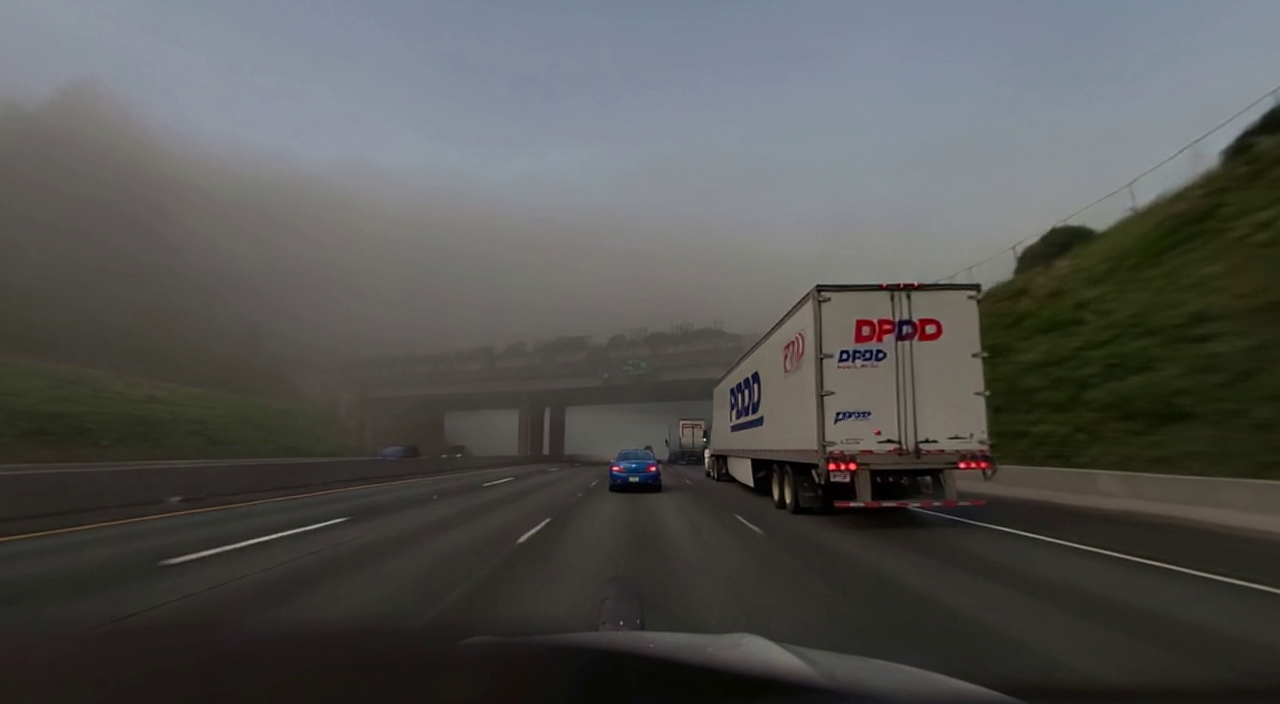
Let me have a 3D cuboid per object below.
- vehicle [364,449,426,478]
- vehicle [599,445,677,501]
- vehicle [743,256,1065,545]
[{"bbox_3d":[-14.576,6.639,37.831,1.864,1.639,4.400,0,-9,1],"label":"vehicle"},{"bbox_3d":[-0.066,3.447,18.305,2.029,1.437,3.794,0,-9,0],"label":"vehicle"},{"bbox_3d":[4.217,1.241,12.742,2.802,3.956,8.291,0,-9,0],"label":"vehicle"}]
